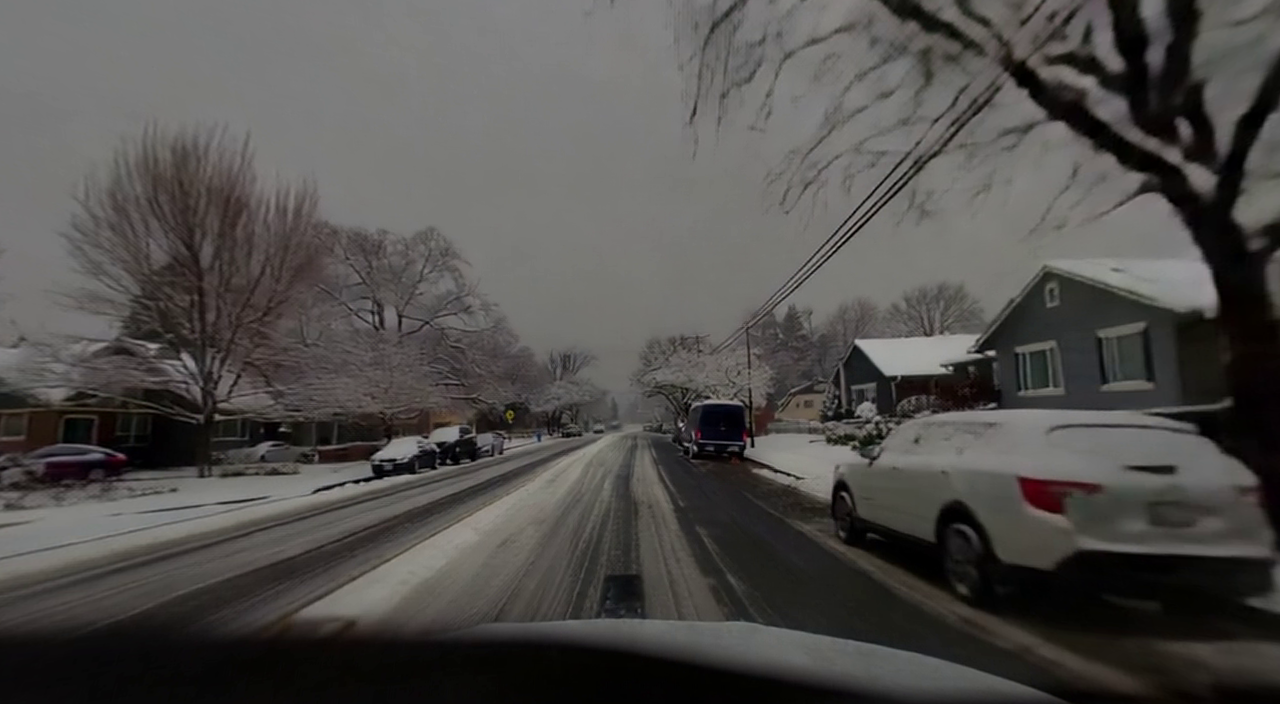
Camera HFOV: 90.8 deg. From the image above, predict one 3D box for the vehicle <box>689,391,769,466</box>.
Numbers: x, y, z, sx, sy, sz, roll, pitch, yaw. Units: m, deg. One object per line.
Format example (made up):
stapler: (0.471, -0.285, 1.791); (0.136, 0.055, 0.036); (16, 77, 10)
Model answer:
vehicle: (3.056, 2.785, 22.588); (2.233, 2.453, 3.787); (0, -8, -1)

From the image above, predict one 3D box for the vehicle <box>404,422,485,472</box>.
vehicle: (-8.594, 4.181, 28.214); (2.163, 1.841, 4.679); (-6, -7, -2)

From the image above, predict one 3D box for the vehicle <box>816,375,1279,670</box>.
vehicle: (3.562, 1.338, 6.173); (2.079, 1.681, 4.933); (0, -8, -2)

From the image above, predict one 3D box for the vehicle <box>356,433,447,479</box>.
vehicle: (-8.423, 3.704, 22.707); (1.821, 1.476, 4.060); (0, -8, -3)
